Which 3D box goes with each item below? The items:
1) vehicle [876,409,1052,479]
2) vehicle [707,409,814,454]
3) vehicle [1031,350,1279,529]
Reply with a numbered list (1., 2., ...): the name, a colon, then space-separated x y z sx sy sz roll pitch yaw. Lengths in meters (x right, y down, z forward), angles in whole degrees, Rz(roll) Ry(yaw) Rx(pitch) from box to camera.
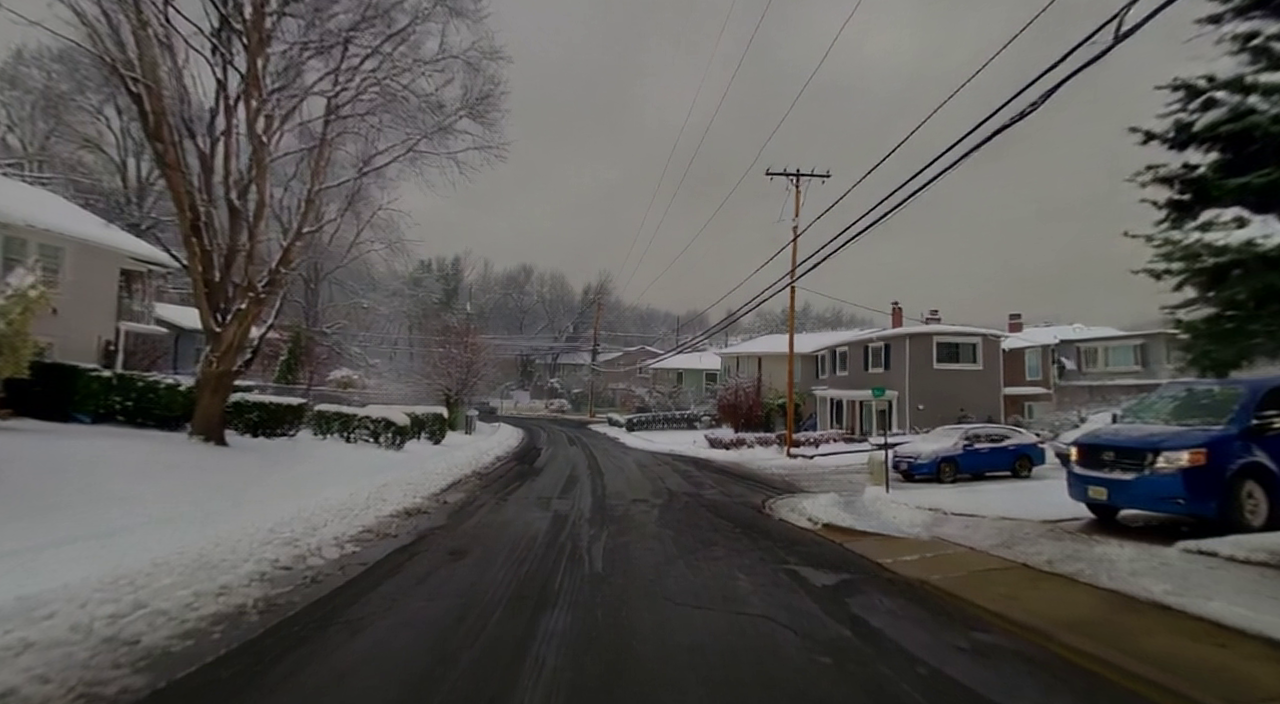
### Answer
1. vehicle: 10.041 2.856 19.629 4.443 1.948 2.230 1 -10 -18
2. vehicle: 6.707 4.453 34.811 5.663 1.913 2.170 9 -13 -27
3. vehicle: 9.860 1.372 9.907 6.615 2.137 2.578 3 -9 -20
